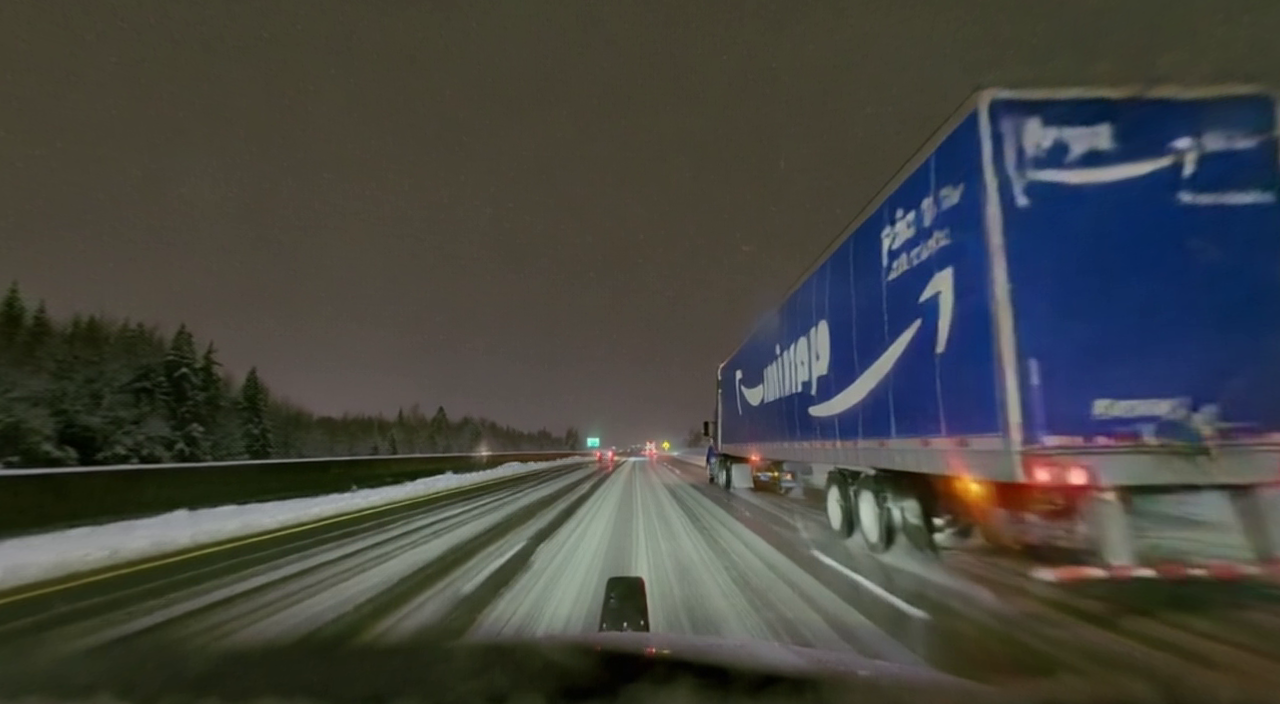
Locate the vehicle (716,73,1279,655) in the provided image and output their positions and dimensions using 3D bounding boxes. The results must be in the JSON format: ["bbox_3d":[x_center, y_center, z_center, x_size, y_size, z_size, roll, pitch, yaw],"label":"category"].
[{"bbox_3d":[4.136,1.211,12.809,2.928,4.021,17.190,0,-8,0],"label":"vehicle"}]
